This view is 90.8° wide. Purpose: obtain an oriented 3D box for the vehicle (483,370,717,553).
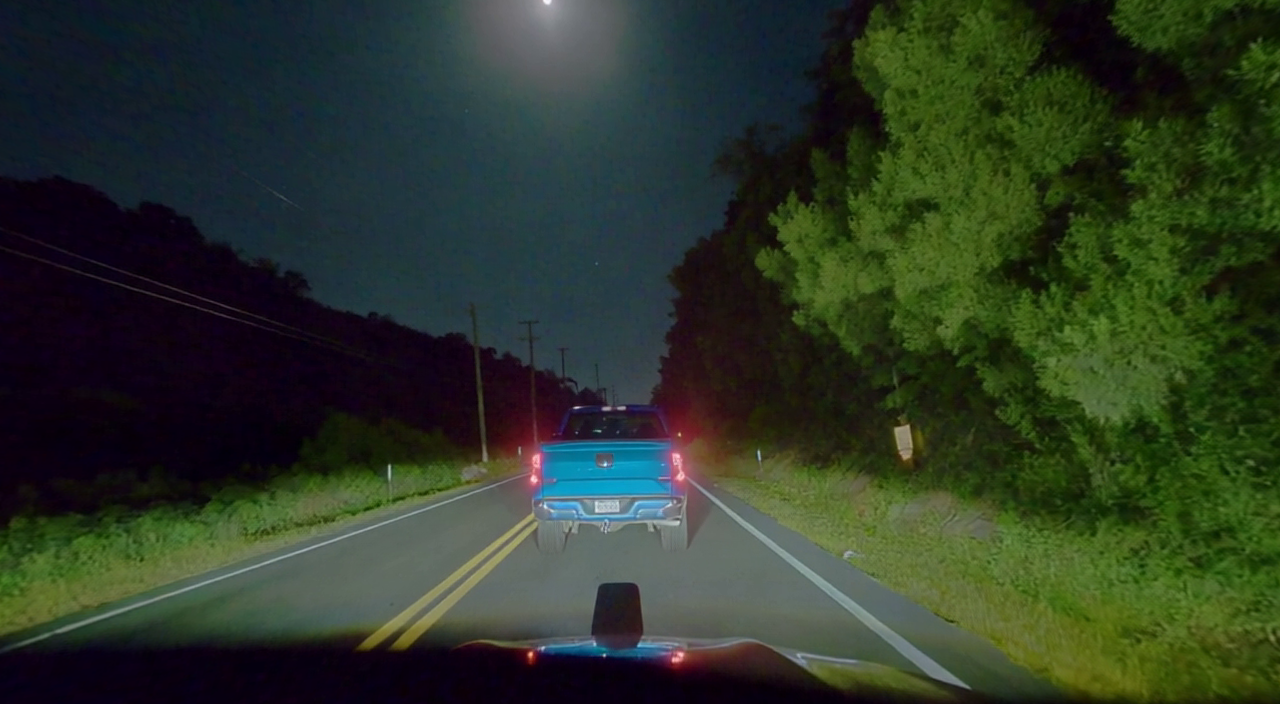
[{"bbox_3d":[-0.532,1.758,10.729,2.837,2.223,5.885,0,-8,-1],"label":"vehicle"}]
